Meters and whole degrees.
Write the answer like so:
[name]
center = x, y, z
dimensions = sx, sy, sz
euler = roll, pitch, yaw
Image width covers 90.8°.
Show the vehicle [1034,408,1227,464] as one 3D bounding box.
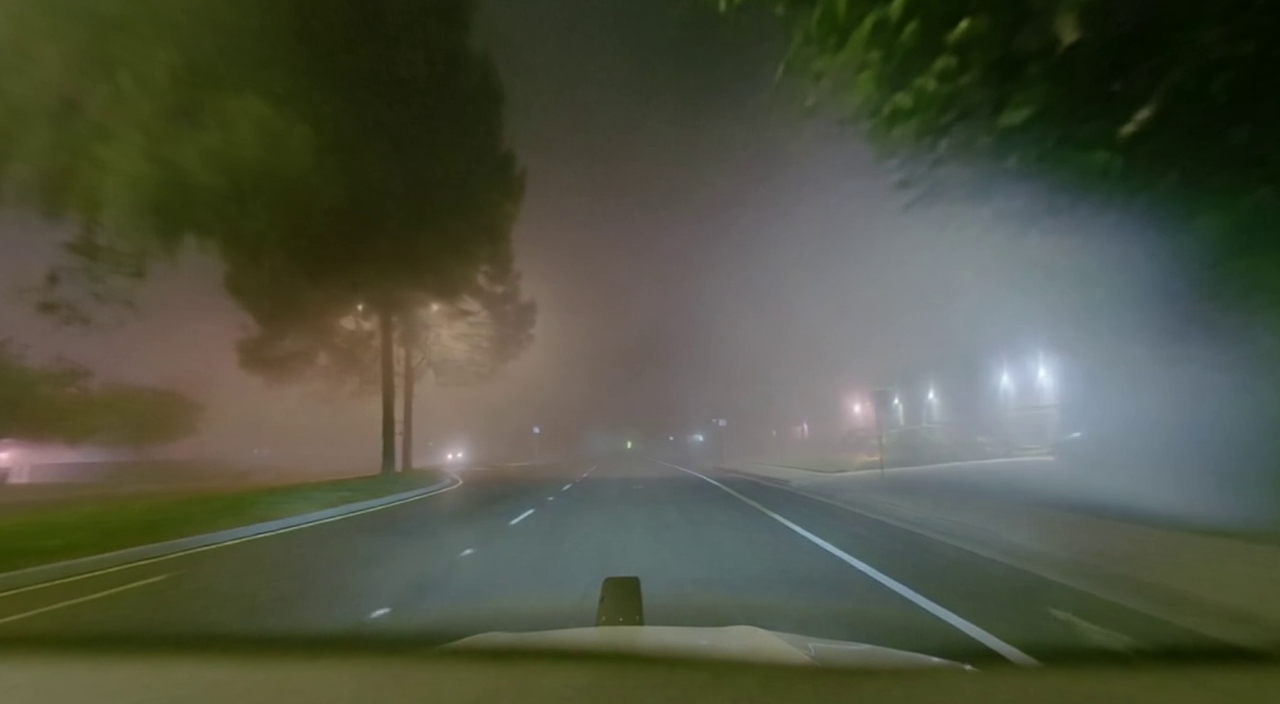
[vehicle]
center = 14.856, 2.600, 19.334
dimensions = 4.198, 1.561, 1.937
euler = -1, -10, 1
